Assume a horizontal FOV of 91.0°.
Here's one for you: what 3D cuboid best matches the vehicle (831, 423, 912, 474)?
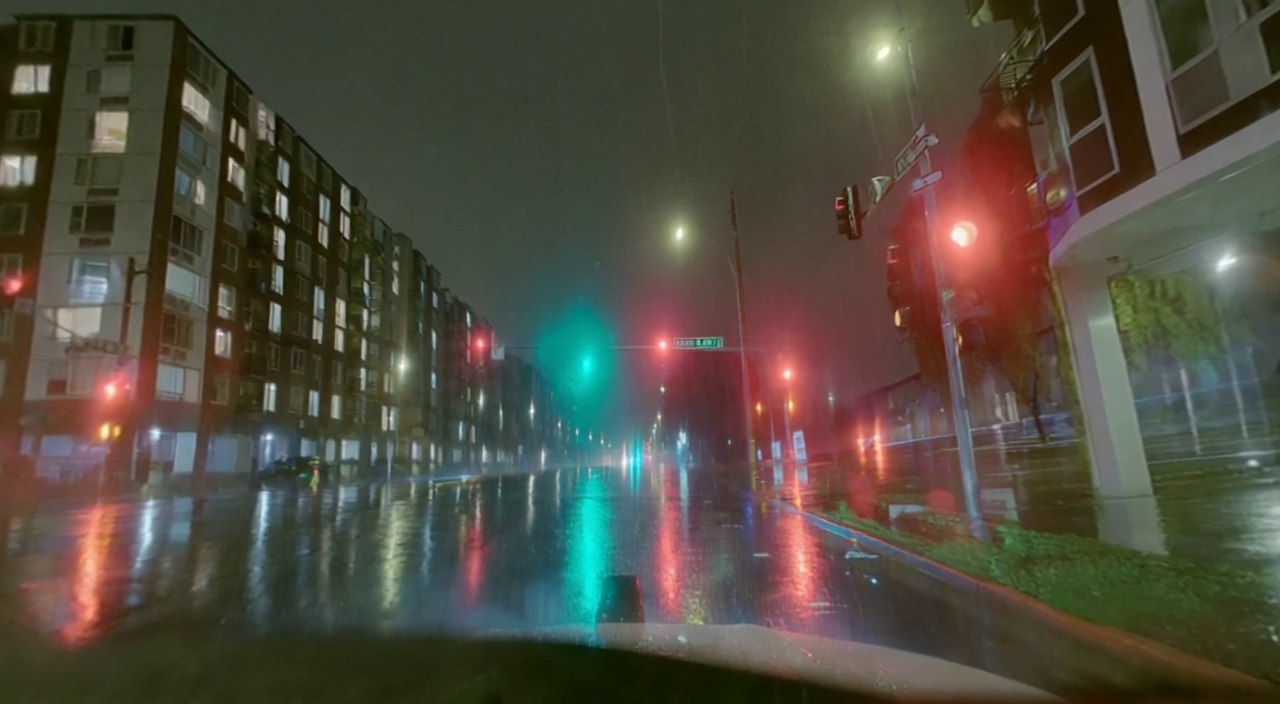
[{"bbox_3d":[14.979,6.343,41.420,2.948,3.071,7.295,0,-9,4],"label":"vehicle"}]

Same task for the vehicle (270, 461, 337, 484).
[{"bbox_3d":[-24.686,8.830,46.290,3.882,1.600,1.768,0,-9,2],"label":"vehicle"}]
